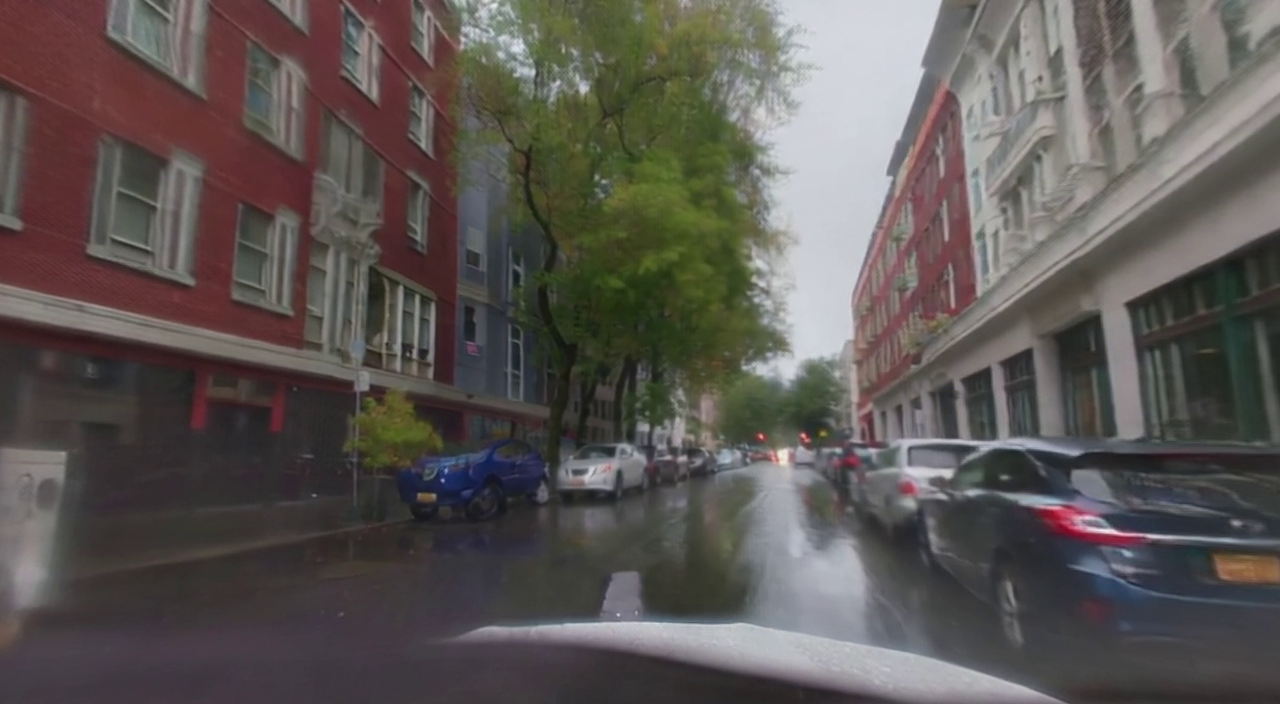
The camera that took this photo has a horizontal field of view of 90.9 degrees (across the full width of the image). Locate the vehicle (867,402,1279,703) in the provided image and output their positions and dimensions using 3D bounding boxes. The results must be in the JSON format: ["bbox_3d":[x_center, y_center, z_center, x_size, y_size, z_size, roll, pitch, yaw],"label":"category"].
[{"bbox_3d":[2.874,1.211,4.277,1.925,1.481,4.653,-2,-8,13],"label":"vehicle"}]

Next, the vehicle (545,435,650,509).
[{"bbox_3d":[-1.048,3.243,17.673,1.867,1.519,3.920,0,-4,13],"label":"vehicle"}]

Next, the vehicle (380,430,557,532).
[{"bbox_3d":[-2.940,2.213,11.461,1.875,1.564,2.982,-2,-7,13],"label":"vehicle"}]
